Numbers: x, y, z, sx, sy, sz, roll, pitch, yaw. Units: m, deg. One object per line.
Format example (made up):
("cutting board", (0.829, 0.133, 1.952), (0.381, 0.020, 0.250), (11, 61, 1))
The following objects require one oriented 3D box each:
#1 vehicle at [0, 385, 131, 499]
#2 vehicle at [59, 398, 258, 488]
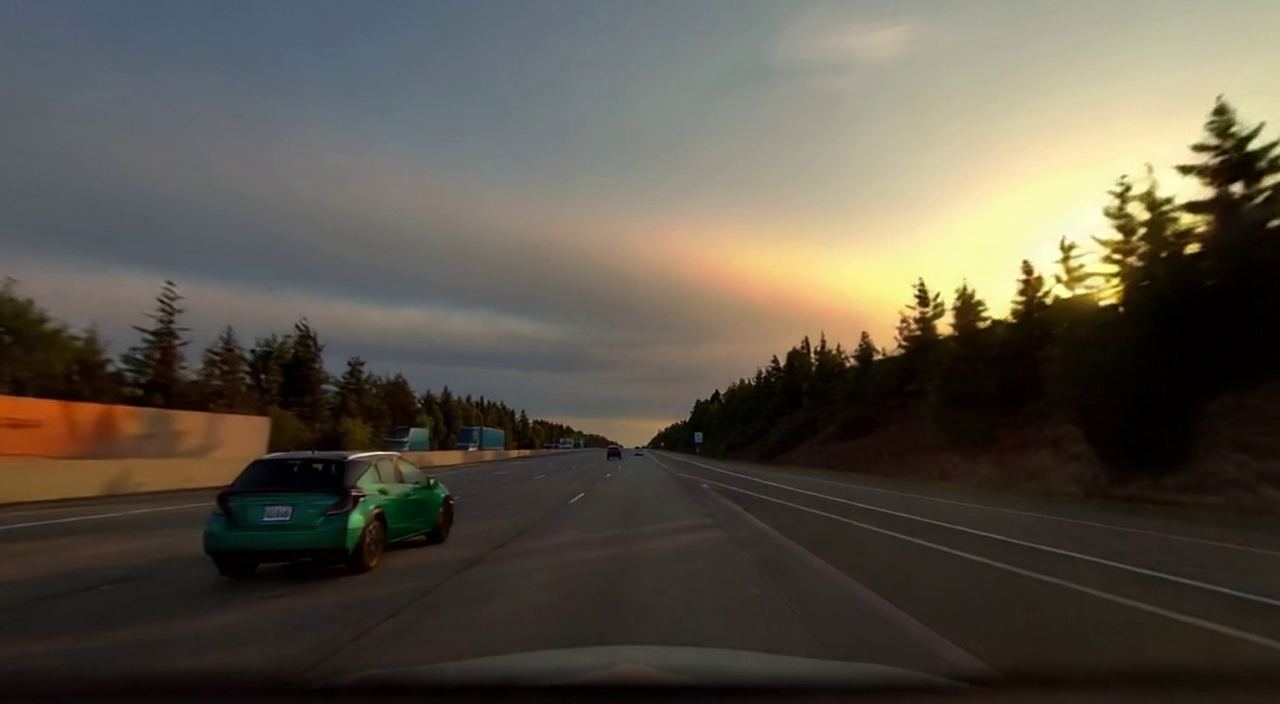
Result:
("vehicle", (-23.186, 3.098, 21.570), (3.015, 3.832, 9.988), (0, -9, 0))
("vehicle", (-23.125, 4.531, 31.200), (2.822, 3.779, 8.710), (0, -9, 0))
